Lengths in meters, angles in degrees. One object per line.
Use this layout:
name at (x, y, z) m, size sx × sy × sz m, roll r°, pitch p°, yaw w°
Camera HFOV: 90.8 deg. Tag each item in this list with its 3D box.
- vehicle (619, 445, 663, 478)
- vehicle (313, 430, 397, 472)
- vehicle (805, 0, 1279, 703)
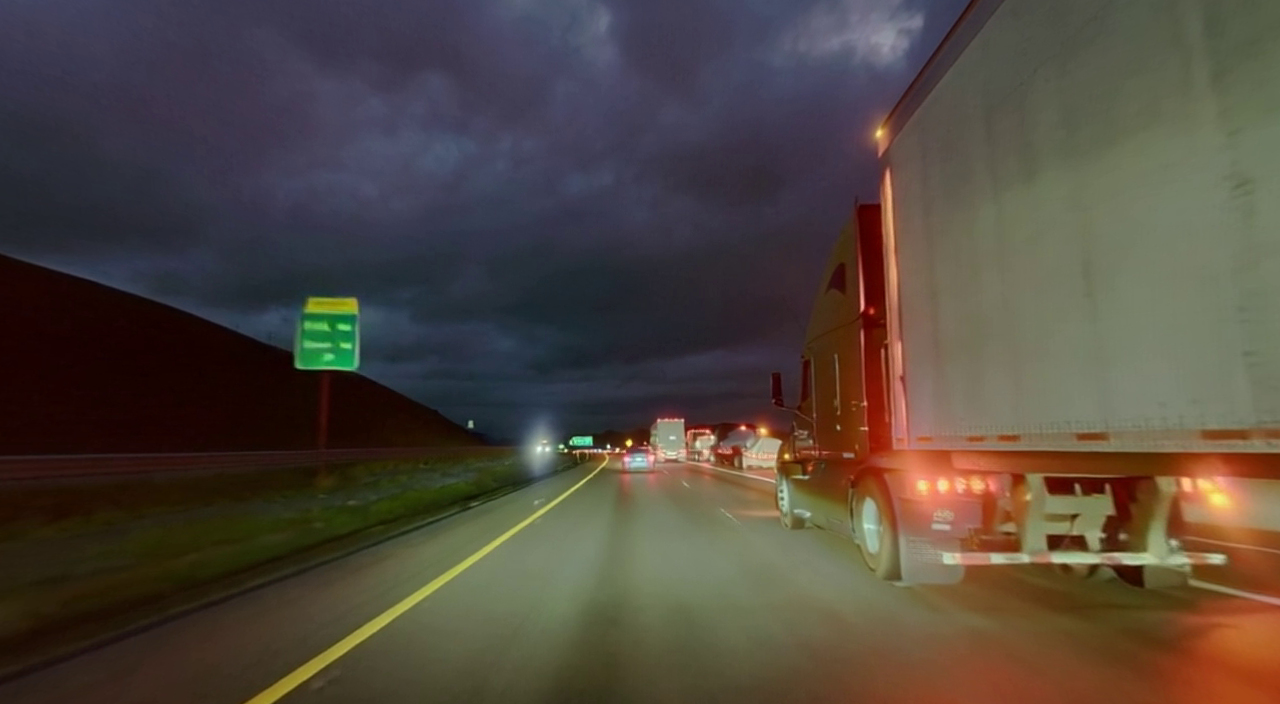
vehicle at (0.021, 5.078, 29.502) m, size 1.927 × 1.437 × 3.794 m, roll 0°, pitch -9°, yaw -1°
vehicle at (-13.133, 4.613, 29.390) m, size 2.012 × 1.783 × 4.216 m, roll 0°, pitch -9°, yaw -1°
vehicle at (3.633, -0.393, 1.509) m, size 2.874 × 4.065 × 14.243 m, roll 0°, pitch -9°, yaw 1°
